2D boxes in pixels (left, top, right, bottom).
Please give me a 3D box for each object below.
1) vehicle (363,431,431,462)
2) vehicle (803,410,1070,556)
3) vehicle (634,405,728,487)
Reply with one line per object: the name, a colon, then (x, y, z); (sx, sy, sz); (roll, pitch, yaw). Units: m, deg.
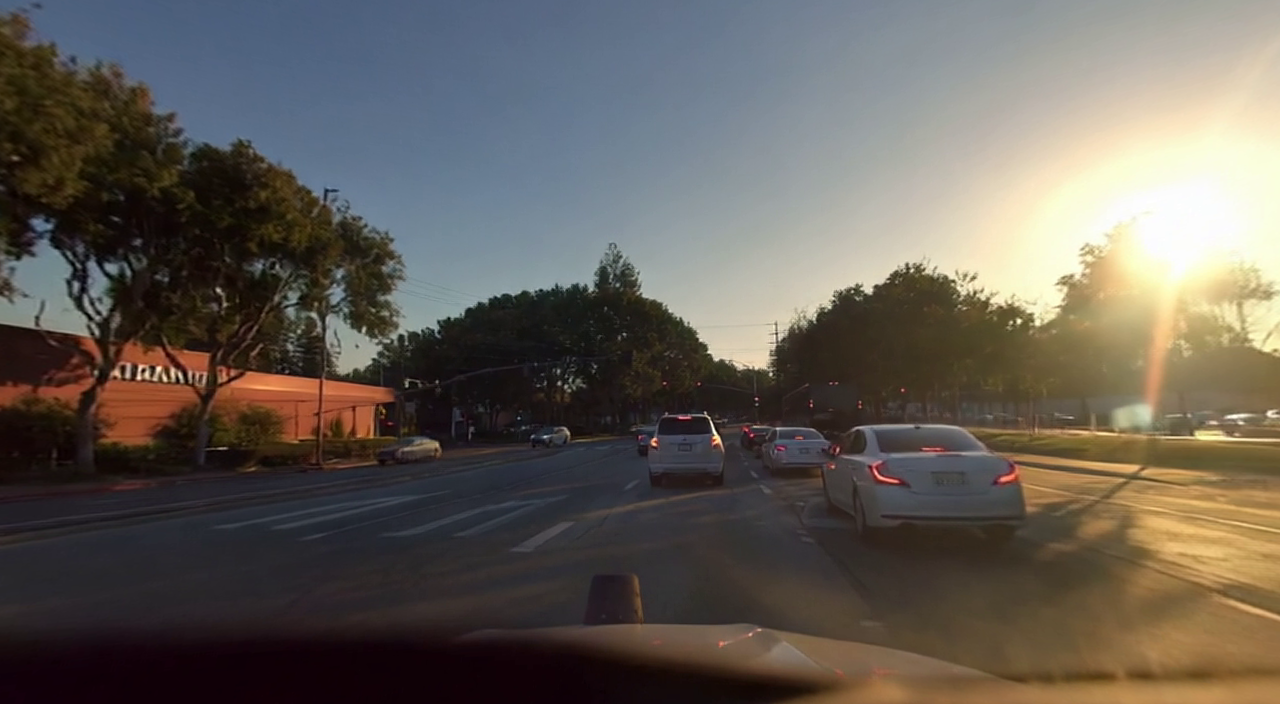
vehicle: (-14.463, 5.663, 37.774); (1.950, 1.713, 4.406); (-1, -9, 6)
vehicle: (3.700, 1.723, 8.981); (2.109, 1.500, 4.585); (-1, -9, 8)
vehicle: (1.246, 2.550, 17.028); (2.188, 1.892, 4.488); (-1, -9, 8)
